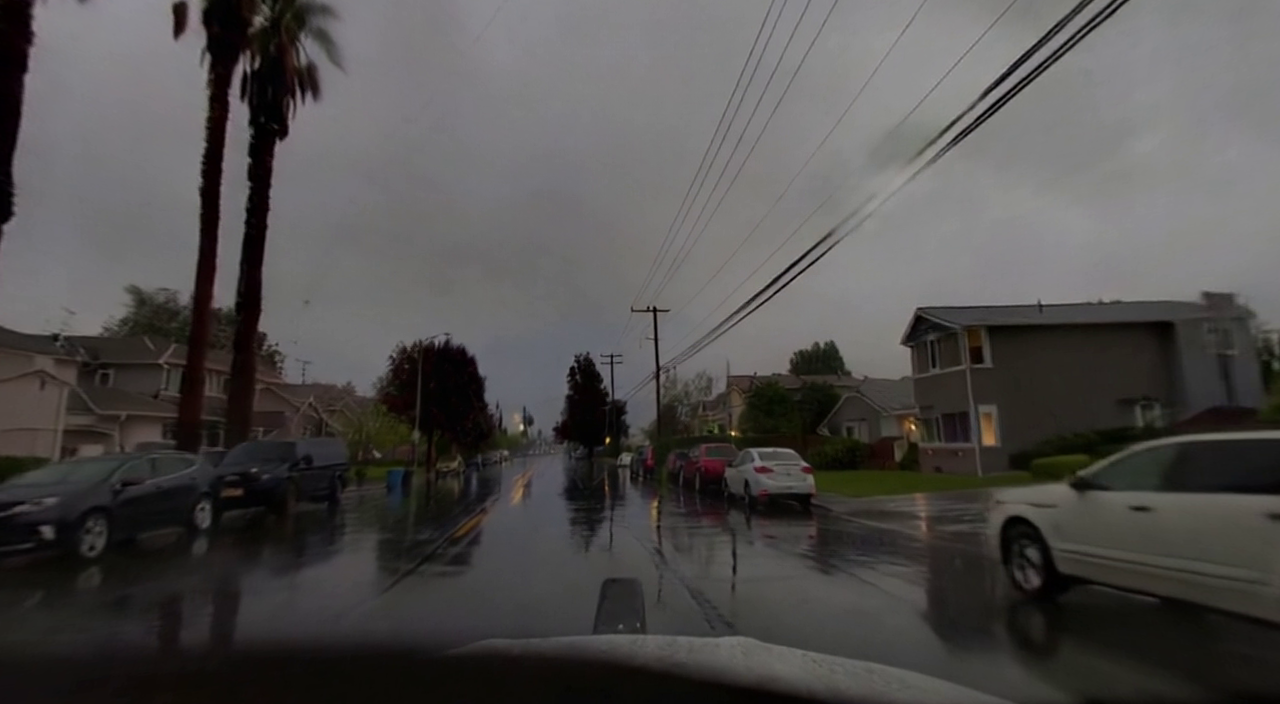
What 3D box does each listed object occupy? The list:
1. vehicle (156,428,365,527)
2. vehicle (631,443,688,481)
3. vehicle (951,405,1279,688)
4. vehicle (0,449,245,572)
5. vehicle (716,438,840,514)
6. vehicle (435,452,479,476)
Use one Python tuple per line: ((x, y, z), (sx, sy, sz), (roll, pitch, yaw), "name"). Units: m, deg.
((-8.852, 2.969, 15.584), (2.300, 1.943, 5.744), (1, -9, -9), "vehicle")
((0.947, 5.733, 33.303), (2.115, 1.826, 4.871), (2, -9, -9), "vehicle")
((4.577, 1.256, 4.474), (1.943, 1.623, 4.471), (2, -9, -9), "vehicle")
((-8.164, 2.273, 9.880), (1.801, 1.477, 4.239), (2, -9, -10), "vehicle")
((3.373, 3.143, 16.455), (1.894, 1.675, 4.294), (1, -9, -5), "vehicle")
((-12.183, 7.464, 42.346), (2.013, 1.483, 4.645), (1, -9, -6), "vehicle")
